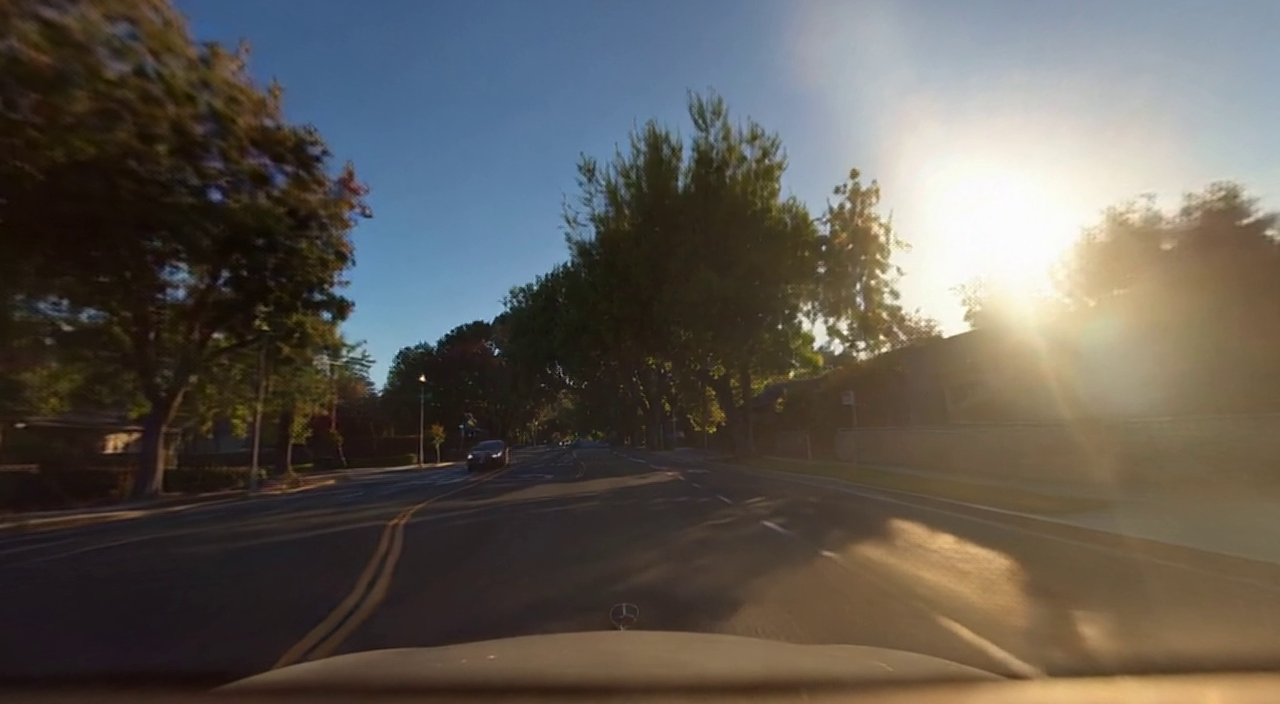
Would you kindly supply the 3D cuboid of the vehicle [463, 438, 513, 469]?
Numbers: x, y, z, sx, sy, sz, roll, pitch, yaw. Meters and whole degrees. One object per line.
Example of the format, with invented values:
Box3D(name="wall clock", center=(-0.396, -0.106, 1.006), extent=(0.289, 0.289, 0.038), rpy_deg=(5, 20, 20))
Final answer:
Box3D(name="vehicle", center=(-9.295, 6.224, 38.922), extent=(2.175, 1.796, 4.605), rpy_deg=(0, -8, -3))
